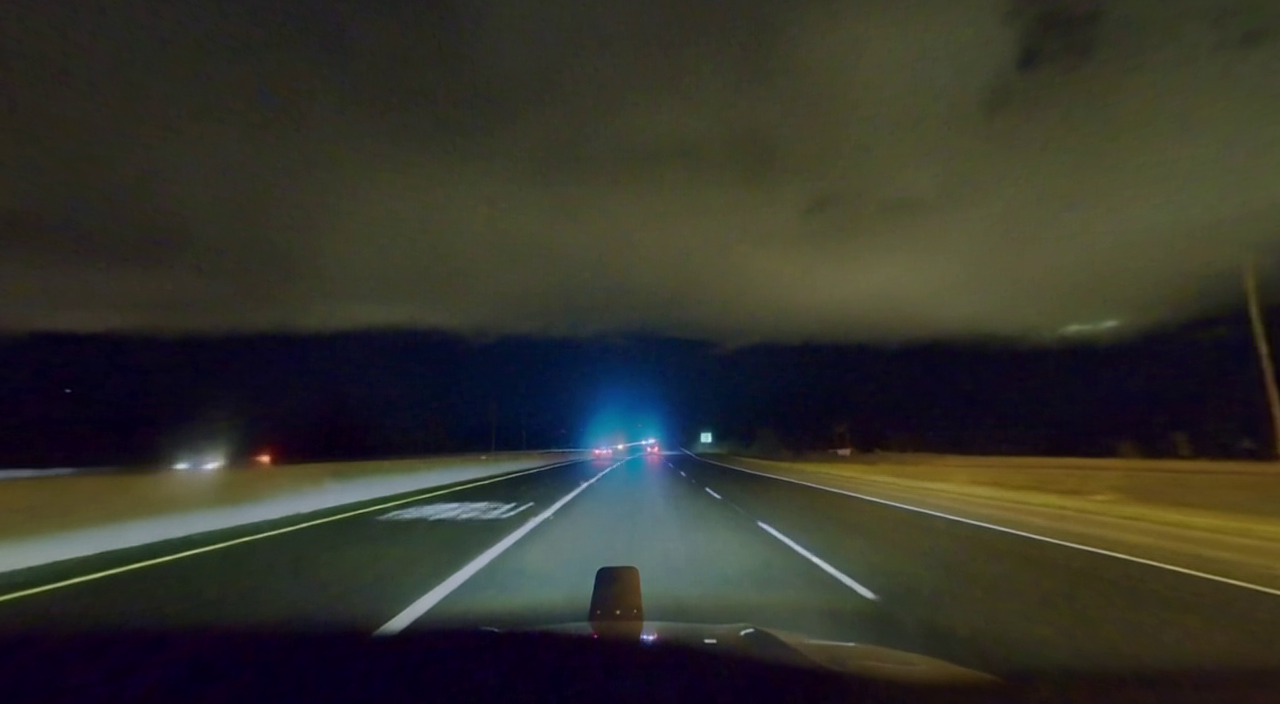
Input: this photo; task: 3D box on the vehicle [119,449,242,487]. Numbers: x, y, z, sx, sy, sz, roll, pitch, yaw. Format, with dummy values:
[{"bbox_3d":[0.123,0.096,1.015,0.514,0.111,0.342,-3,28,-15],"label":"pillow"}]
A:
[{"bbox_3d":[-20.310,5.109,28.073,1.866,1.510,4.728,0,-9,1],"label":"vehicle"}]
